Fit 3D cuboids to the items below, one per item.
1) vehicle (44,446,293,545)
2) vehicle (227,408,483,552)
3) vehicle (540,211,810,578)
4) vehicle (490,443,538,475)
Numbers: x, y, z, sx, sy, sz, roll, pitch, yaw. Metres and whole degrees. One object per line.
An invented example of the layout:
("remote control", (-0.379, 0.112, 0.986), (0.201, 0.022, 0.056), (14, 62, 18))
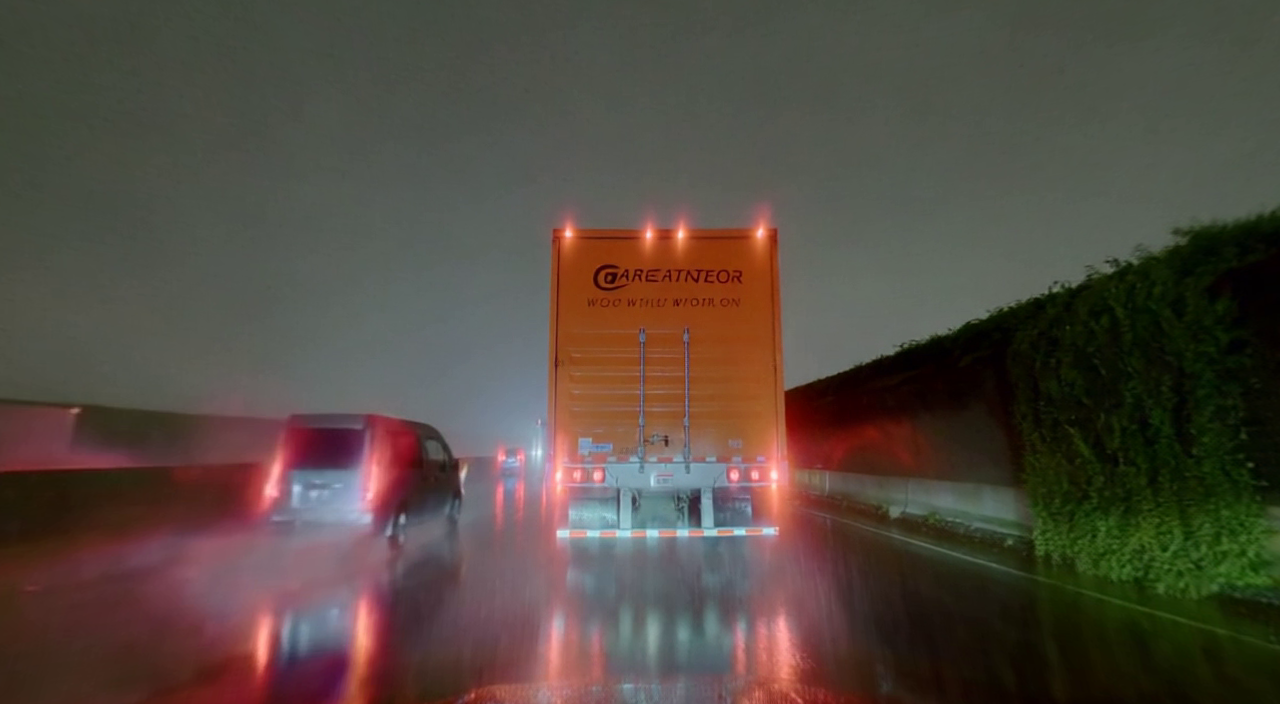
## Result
("vehicle", (-8.207, 2.482, 11.454), (1.828, 1.502, 3.385), (0, -9, 1))
("vehicle", (-4.631, 2.193, 11.417), (2.293, 2.015, 4.915), (0, -9, 0))
("vehicle", (0.479, 1.216, 12.193), (2.853, 4.054, 10.557), (0, -9, 1))
("vehicle", (-8.613, 7.376, 43.652), (2.174, 2.059, 5.314), (0, -9, 0))
